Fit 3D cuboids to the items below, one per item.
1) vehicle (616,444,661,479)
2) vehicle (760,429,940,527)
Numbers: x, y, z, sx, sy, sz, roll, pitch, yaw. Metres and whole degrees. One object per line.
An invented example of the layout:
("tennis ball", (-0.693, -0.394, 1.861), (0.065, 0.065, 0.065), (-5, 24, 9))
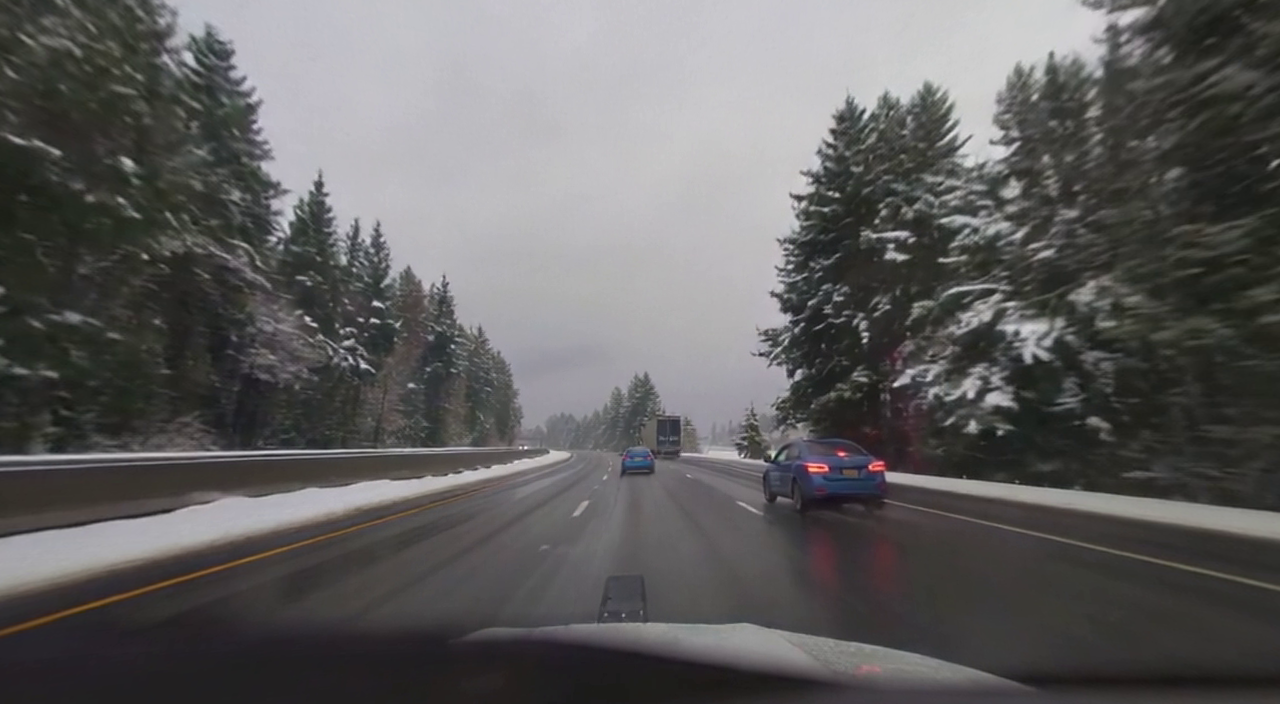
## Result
("vehicle", (-0.112, 4.996, 28.902), (1.913, 1.460, 3.610), (0, -9, -2))
("vehicle", (3.936, 2.457, 12.819), (1.977, 1.599, 4.605), (0, -9, -1))
